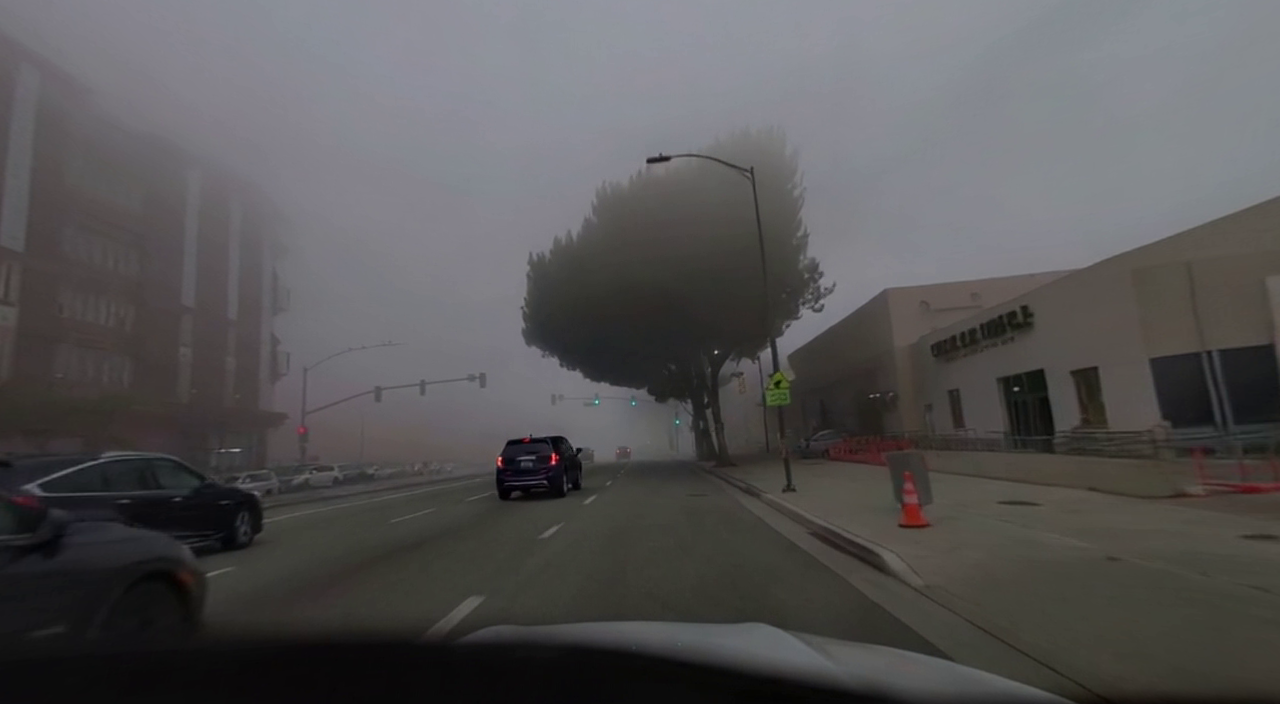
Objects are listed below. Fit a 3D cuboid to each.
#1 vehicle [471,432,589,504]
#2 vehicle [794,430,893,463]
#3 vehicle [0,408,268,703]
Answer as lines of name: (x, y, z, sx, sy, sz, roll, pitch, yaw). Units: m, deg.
vehicle: (-2.900, 3.214, 17.972, 2.277, 1.743, 4.893, -1, -9, 3)
vehicle: (10.286, 4.858, 32.176, 4.361, 1.550, 2.087, 0, -11, 3)
vehicle: (-3.392, 0.844, 1.543, 2.037, 1.484, 4.603, -1, -9, 2)
